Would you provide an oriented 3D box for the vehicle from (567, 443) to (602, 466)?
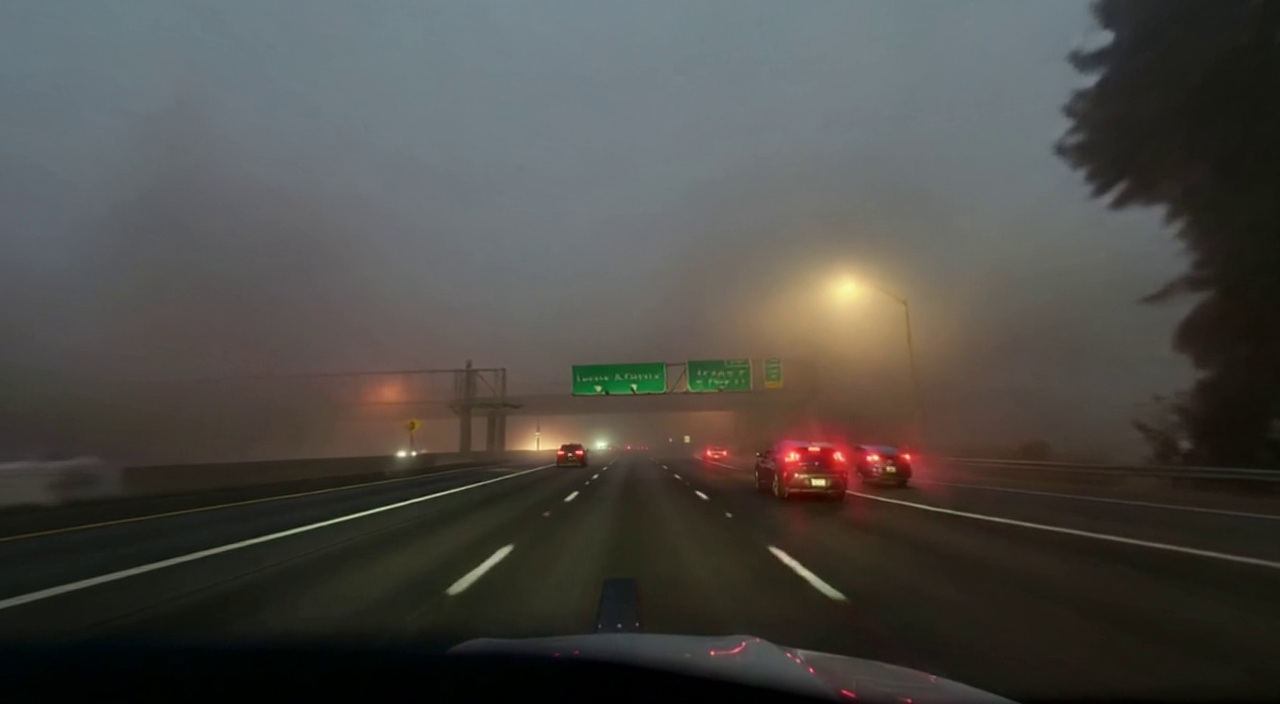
[{"bbox_3d":[-3.908,7.281,45.050,2.091,1.544,4.409,0,-8,0],"label":"vehicle"}]
